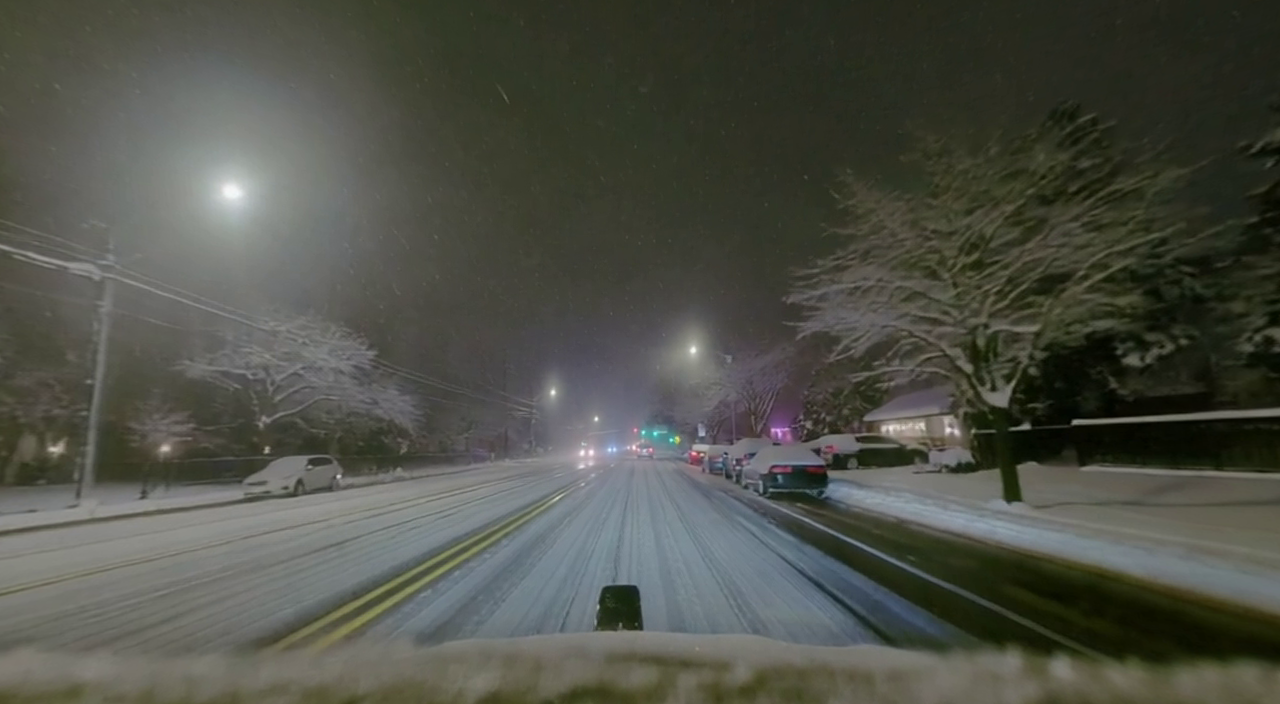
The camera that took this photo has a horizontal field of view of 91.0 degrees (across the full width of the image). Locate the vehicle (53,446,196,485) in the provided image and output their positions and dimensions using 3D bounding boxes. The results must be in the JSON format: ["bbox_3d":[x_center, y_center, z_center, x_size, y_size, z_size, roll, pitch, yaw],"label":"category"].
[{"bbox_3d":[-25.341,5.581,31.090,5.153,1.806,2.136,0,-8,1],"label":"vehicle"}]

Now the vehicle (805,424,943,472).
[{"bbox_3d":[10.970,4.527,29.813,5.561,1.953,2.150,-2,-8,-1],"label":"vehicle"}]

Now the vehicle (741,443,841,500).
[{"bbox_3d":[4.405,3.536,19.078,1.918,1.510,4.323,0,-8,0],"label":"vehicle"}]

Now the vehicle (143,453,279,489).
[{"bbox_3d":[-19.646,5.456,29.001,4.833,1.500,1.896,0,-8,-1],"label":"vehicle"}]

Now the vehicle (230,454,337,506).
[{"bbox_3d":[-12.892,4.614,23.057,1.879,1.491,3.678,-3,-7,-1],"label":"vehicle"}]
